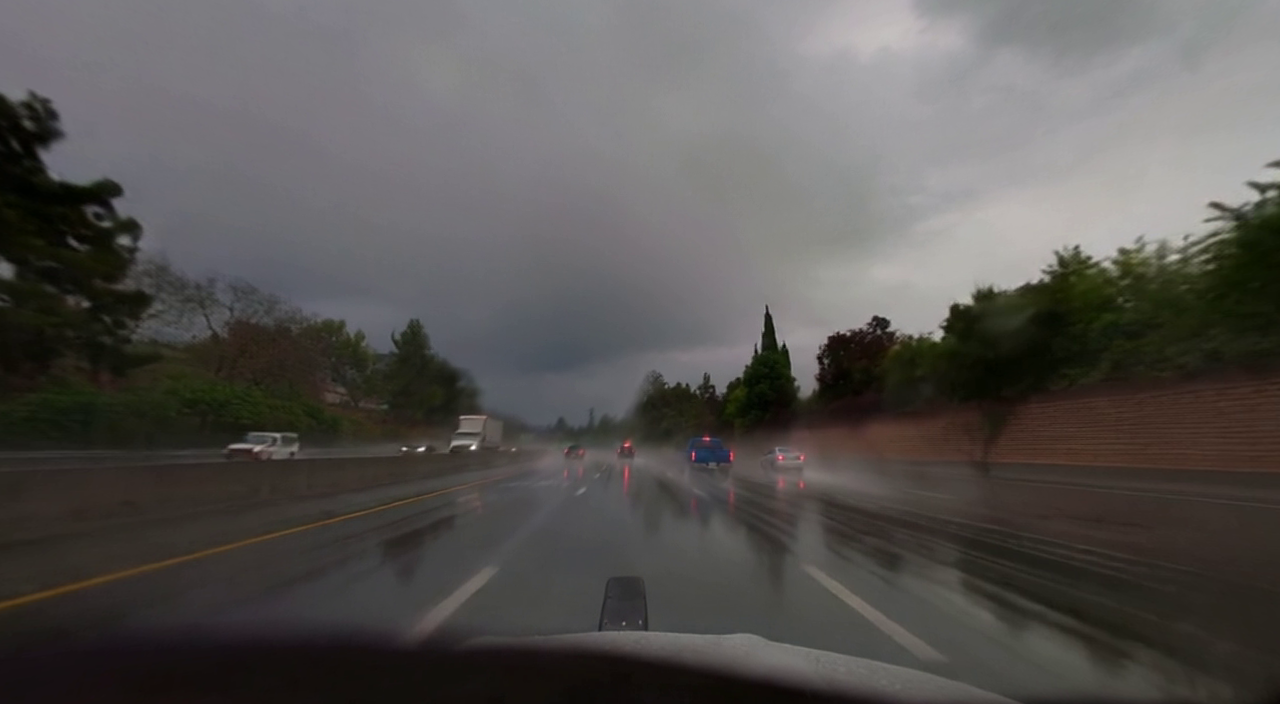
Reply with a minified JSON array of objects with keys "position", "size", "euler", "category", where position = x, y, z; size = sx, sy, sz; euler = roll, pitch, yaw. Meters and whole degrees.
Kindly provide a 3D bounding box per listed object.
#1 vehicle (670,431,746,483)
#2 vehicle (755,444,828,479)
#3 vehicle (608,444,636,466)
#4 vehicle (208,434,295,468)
[{"position":[2.733,4.412,26.910],"size":[2.374,1.952,5.431],"euler":[0,-8,-3],"category":"vehicle"},{"position":[7.049,5.115,29.872],"size":[1.976,1.485,4.925],"euler":[0,-8,-4],"category":"vehicle"},{"position":[-1.436,7.886,48.535],"size":[2.050,1.607,3.821],"euler":[0,-8,-4],"category":"vehicle"},{"position":[-22.150,5.659,36.238],"size":[2.003,1.805,5.022],"euler":[0,-8,-2],"category":"vehicle"}]
